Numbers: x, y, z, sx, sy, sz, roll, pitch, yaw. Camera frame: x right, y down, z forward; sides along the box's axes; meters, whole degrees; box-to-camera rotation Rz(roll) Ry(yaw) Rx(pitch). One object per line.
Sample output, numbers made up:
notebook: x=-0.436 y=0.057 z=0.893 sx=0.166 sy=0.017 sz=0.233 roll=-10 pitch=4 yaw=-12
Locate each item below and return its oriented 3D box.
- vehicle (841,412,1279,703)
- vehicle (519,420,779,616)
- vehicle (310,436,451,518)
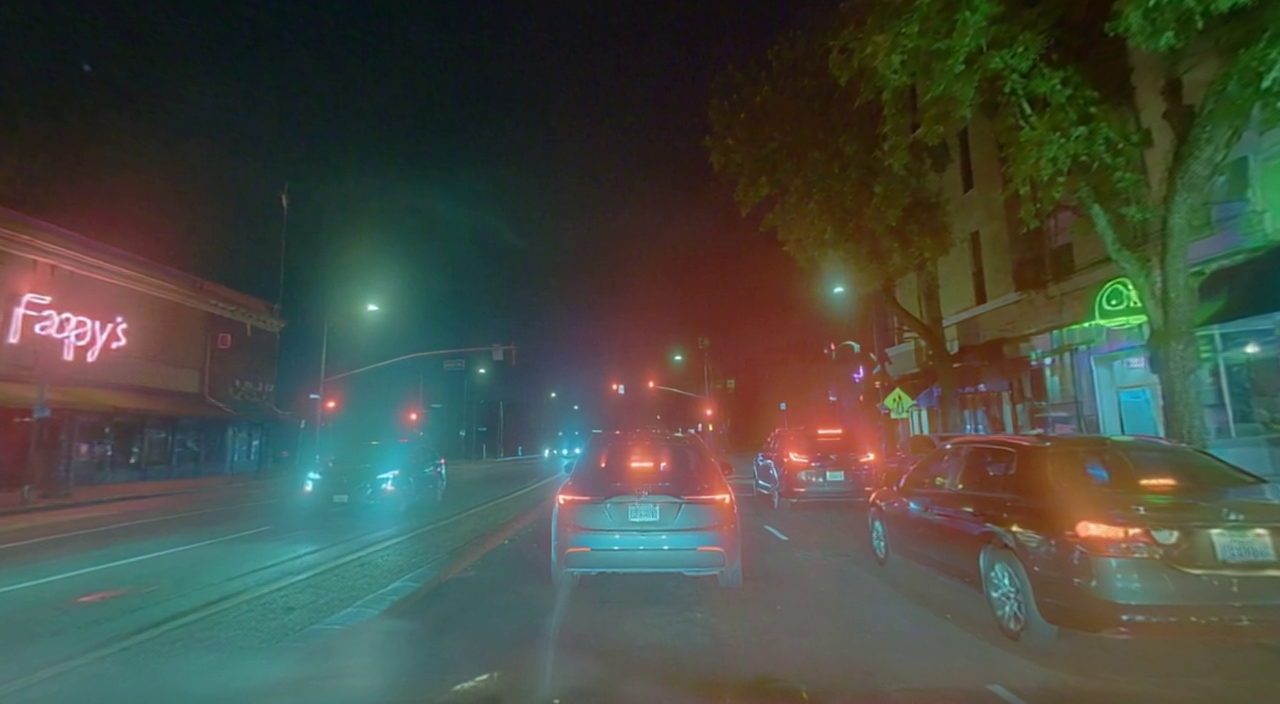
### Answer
vehicle: x=3.392 y=1.374 z=5.398 sx=1.988 sy=1.480 sz=4.195 roll=0 pitch=-9 yaw=0
vehicle: x=0.057 y=1.553 z=6.720 sx=2.006 sy=1.487 sz=3.535 roll=0 pitch=-9 yaw=0
vehicle: x=-5.694 y=2.764 z=14.572 sx=1.898 sy=1.542 sz=4.689 roll=1 pitch=-9 yaw=-9
